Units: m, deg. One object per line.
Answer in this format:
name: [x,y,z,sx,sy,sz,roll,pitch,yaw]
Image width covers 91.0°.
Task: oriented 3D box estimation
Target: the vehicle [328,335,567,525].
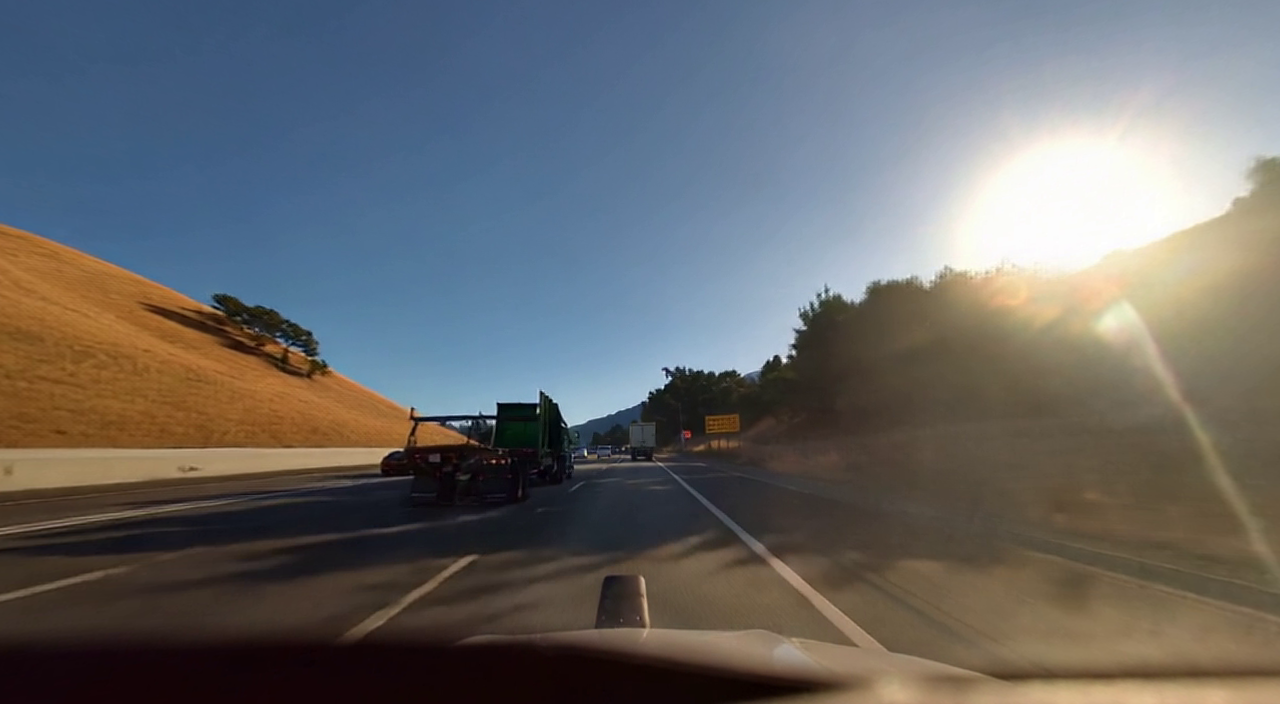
vehicle: [-3.932,2.138,16.374,2.789,3.271,10.894,0,-9,0]
